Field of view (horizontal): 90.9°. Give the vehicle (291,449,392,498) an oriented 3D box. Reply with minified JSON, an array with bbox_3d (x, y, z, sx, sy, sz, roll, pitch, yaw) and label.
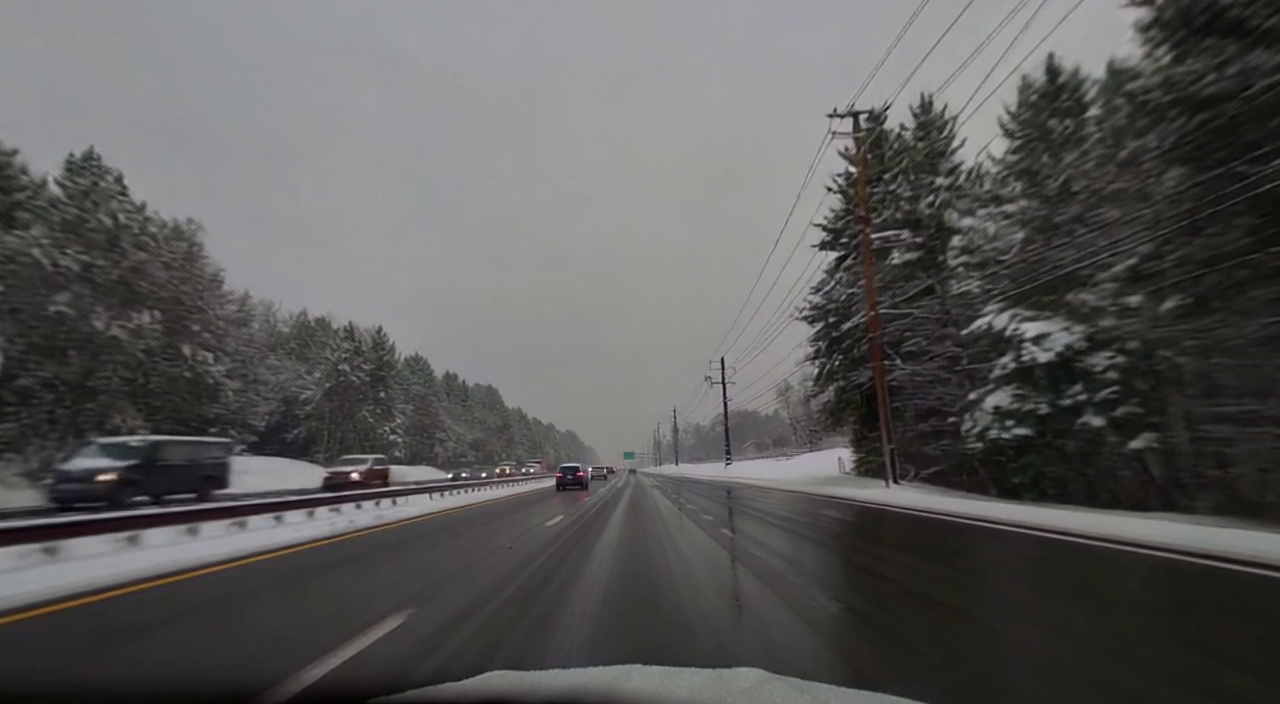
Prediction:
[{"bbox_3d":[-13.392,5.507,28.680,2.152,1.945,4.821,1,-10,0],"label":"vehicle"}]

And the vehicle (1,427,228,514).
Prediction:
[{"bbox_3d":[-17.512,4.060,21.712,2.308,2.461,6.231,1,-10,0],"label":"vehicle"}]

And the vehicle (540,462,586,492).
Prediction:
[{"bbox_3d":[-4.221,6.944,35.114,1.963,1.501,4.227,1,-10,0],"label":"vehicle"}]
